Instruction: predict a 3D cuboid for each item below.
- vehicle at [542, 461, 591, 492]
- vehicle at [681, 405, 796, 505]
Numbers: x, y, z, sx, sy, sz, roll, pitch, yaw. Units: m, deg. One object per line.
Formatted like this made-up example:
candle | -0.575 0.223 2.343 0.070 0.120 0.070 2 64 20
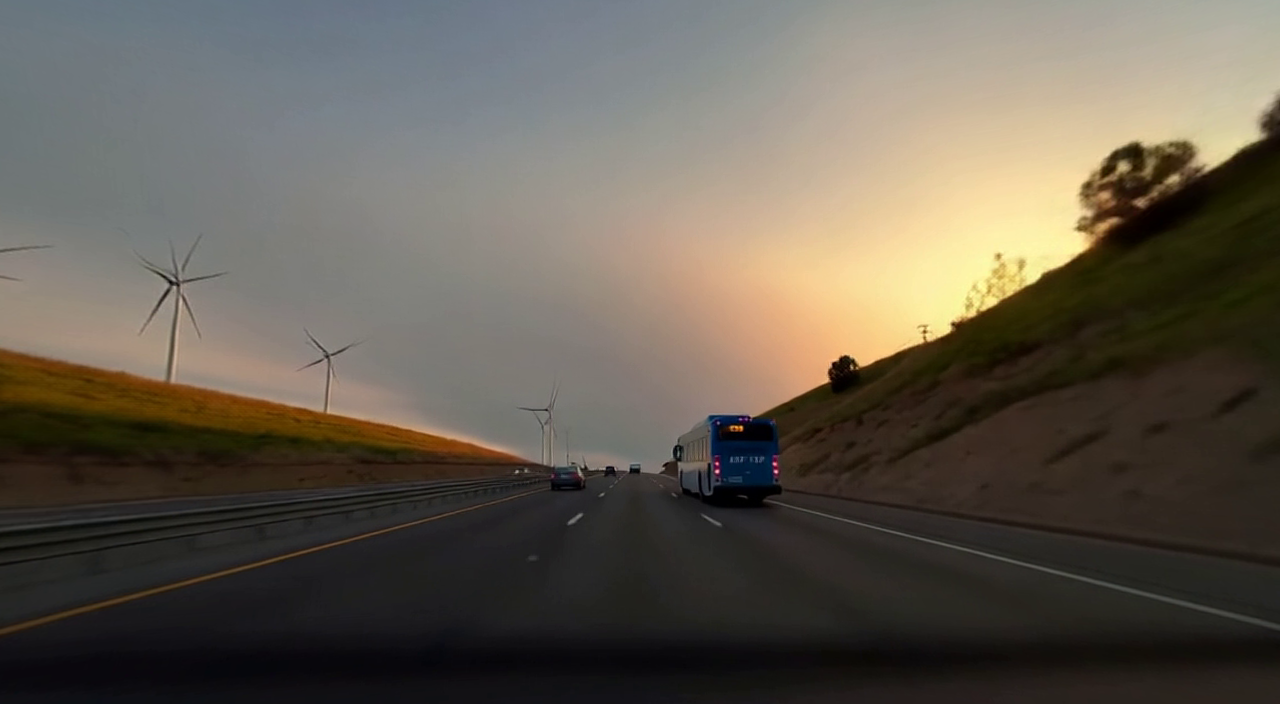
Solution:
vehicle | -4.005 6.899 34.944 2.213 1.568 4.274 1 -11 -1
vehicle | 4.031 5.047 30.088 2.941 3.574 14.463 1 -11 -1
